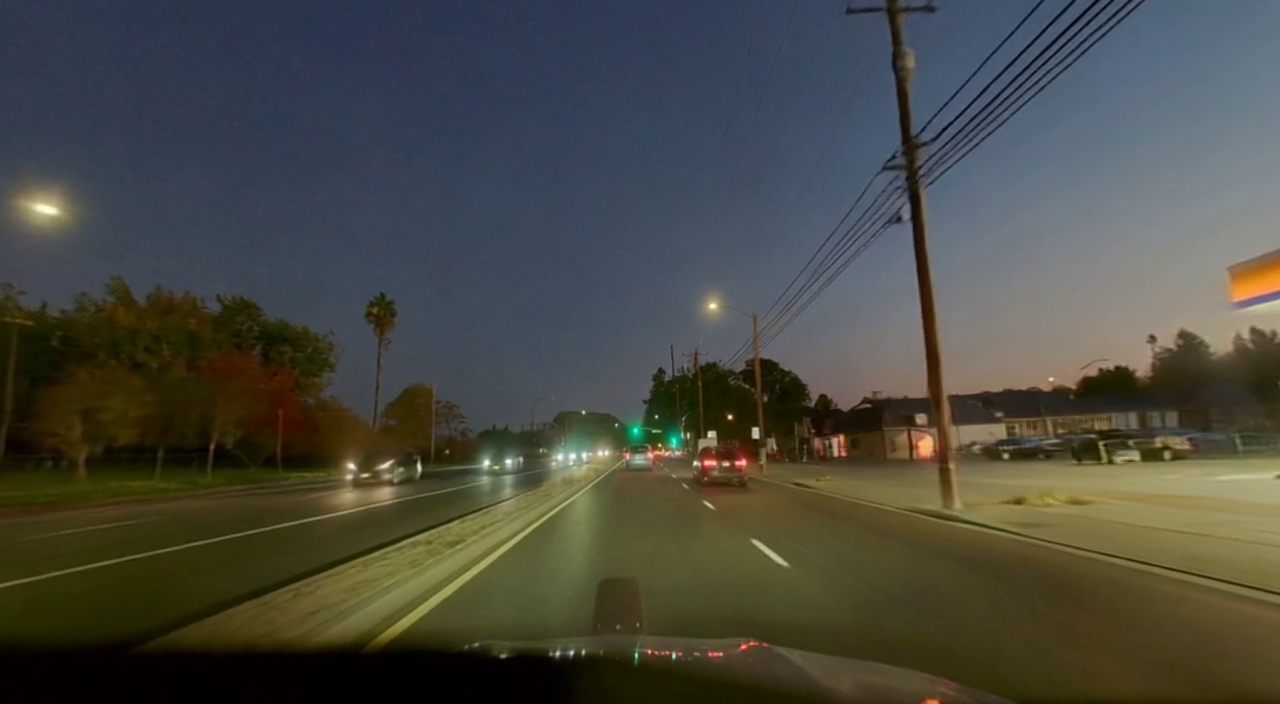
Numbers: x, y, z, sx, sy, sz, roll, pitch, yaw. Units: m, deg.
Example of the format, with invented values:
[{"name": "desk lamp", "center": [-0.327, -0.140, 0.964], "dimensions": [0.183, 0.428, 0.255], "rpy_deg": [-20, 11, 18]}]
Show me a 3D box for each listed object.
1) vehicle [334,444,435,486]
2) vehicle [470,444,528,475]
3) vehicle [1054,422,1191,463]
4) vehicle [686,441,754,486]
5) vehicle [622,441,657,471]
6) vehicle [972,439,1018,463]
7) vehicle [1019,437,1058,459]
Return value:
[{"name": "vehicle", "center": [-11.880, 5.263, 29.970], "dimensions": [2.383, 1.725, 5.760], "rpy_deg": [-1, -8, 0]}, {"name": "vehicle", "center": [-8.491, 6.465, 38.438], "dimensions": [2.518, 1.719, 4.314], "rpy_deg": [-1, -8, 0]}, {"name": "vehicle", "center": [23.051, 4.365, 30.426], "dimensions": [2.187, 1.757, 4.663], "rpy_deg": [3, -9, -22]}, {"name": "vehicle", "center": [3.088, 4.408, 25.302], "dimensions": [1.990, 1.592, 4.294], "rpy_deg": [0, -8, -2]}, {"name": "vehicle", "center": [-0.034, 6.758, 41.215], "dimensions": [2.163, 1.825, 4.073], "rpy_deg": [-1, -8, -1]}, {"name": "vehicle", "center": [24.387, 6.725, 43.297], "dimensions": [2.071, 1.528, 4.644], "rpy_deg": [-7, -10, 35]}, {"name": "vehicle", "center": [27.347, 6.581, 43.424], "dimensions": [1.825, 1.476, 3.833], "rpy_deg": [-4, -9, 26]}]
